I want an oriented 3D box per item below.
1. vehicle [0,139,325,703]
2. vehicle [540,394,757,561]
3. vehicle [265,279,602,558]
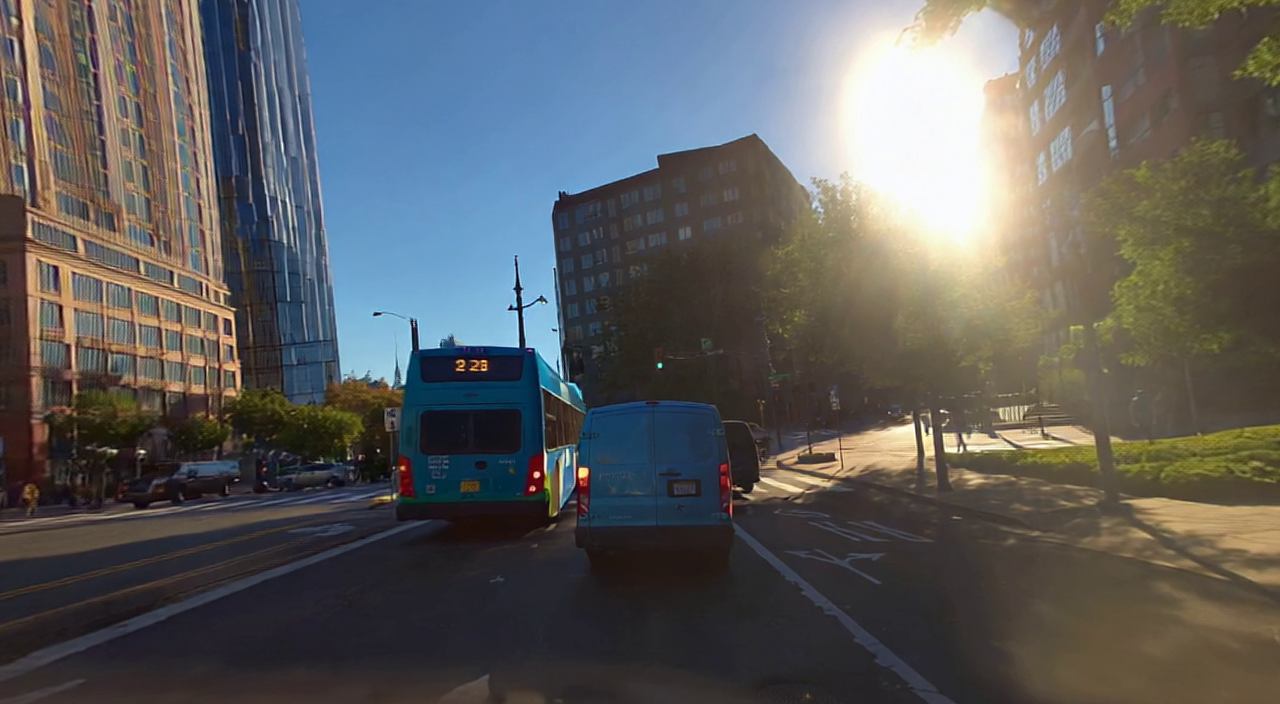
[{"bbox_3d":[-2.758,0.327,0.220,2.329,2.089,5.659,0,-9,0],"label":"vehicle"},{"bbox_3d":[0.123,1.777,9.519,2.500,1.912,4.270,0,-9,1],"label":"vehicle"},{"bbox_3d":[-2.917,1.795,14.594,3.042,3.445,13.615,0,-9,1],"label":"vehicle"}]
